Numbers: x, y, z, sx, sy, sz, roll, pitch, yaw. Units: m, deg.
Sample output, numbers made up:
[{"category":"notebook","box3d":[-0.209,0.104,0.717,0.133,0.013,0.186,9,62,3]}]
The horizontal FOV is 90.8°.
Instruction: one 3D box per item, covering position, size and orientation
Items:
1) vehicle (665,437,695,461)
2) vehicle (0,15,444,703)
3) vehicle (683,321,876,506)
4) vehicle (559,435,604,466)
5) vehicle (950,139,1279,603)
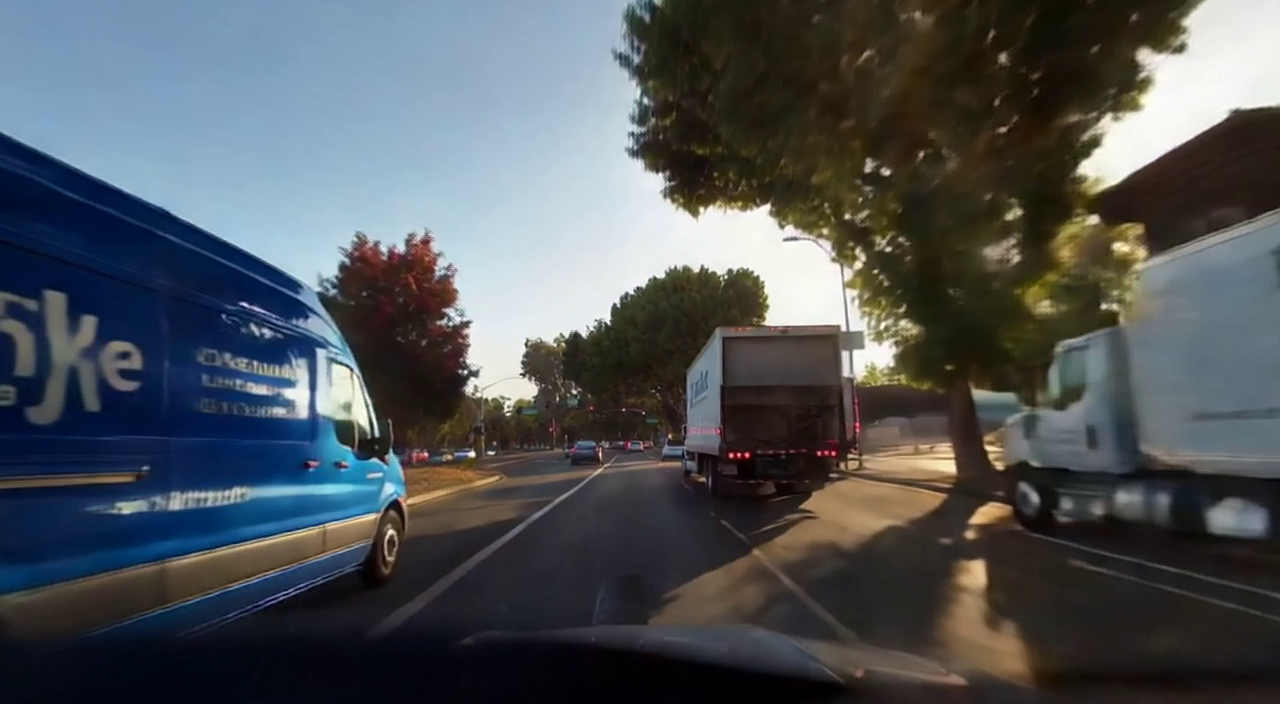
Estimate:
[{"category":"vehicle","box3d":[2.777,6.882,44.837,1.869,1.616,4.346,0,-9,0]},{"category":"vehicle","box3d":[-3.422,0.435,3.512,2.443,2.784,6.493,0,-9,1]},{"category":"vehicle","box3d":[2.960,1.880,16.994,2.861,3.525,9.858,0,-9,0]},{"category":"vehicle","box3d":[-3.518,6.099,39.149,2.356,1.766,5.674,0,-9,-1]},{"category":"vehicle","box3d":[6.985,0.260,6.111,3.005,3.947,9.252,0,-8,-1]}]
